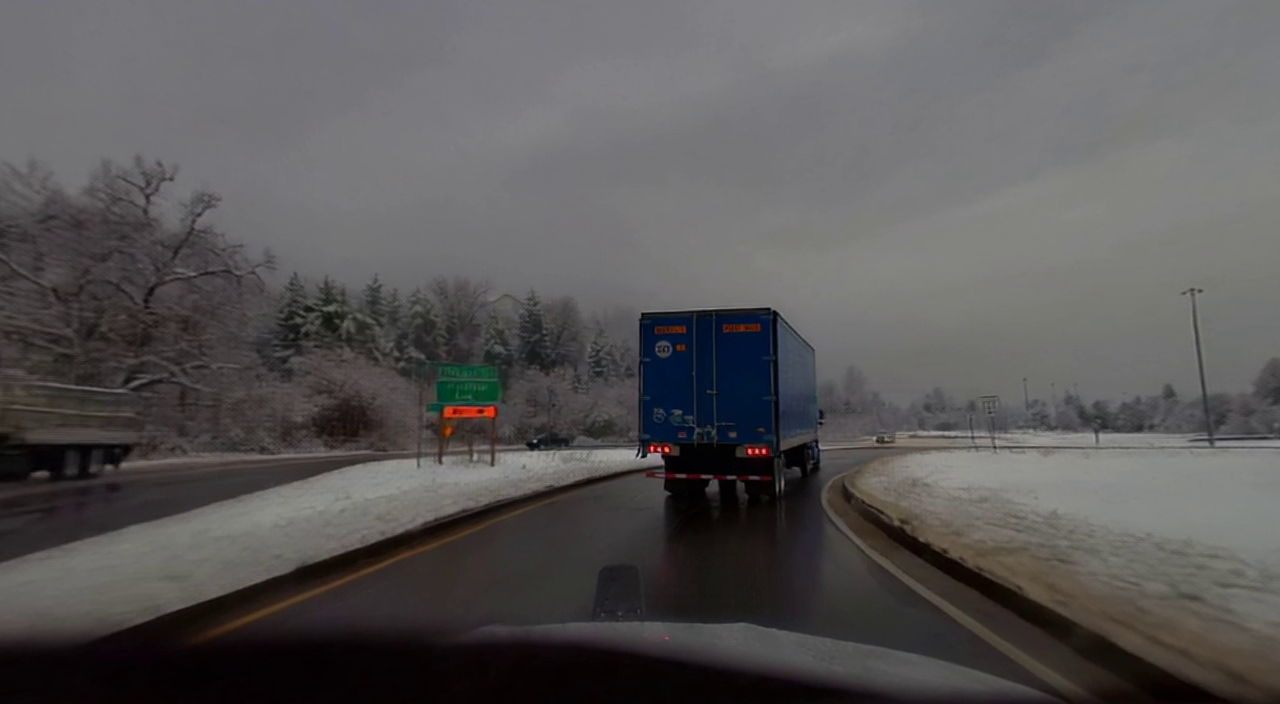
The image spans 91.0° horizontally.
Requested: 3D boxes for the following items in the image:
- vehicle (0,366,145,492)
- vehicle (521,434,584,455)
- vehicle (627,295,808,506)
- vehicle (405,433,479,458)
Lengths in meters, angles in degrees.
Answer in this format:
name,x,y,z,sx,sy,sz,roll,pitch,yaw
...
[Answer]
name,x,y,z,sx,sy,sz,roll,pitch,yaw
vehicle,-20.360,2.488,19.832,2.783,3.629,10.707,1,-8,-12
vehicle,-6.500,6.844,46.723,4.350,1.410,1.726,2,-8,-21
vehicle,2.481,1.453,15.714,2.937,3.647,9.344,-3,-8,16
vehicle,-13.666,6.430,43.535,4.578,1.573,1.806,3,-9,-28
